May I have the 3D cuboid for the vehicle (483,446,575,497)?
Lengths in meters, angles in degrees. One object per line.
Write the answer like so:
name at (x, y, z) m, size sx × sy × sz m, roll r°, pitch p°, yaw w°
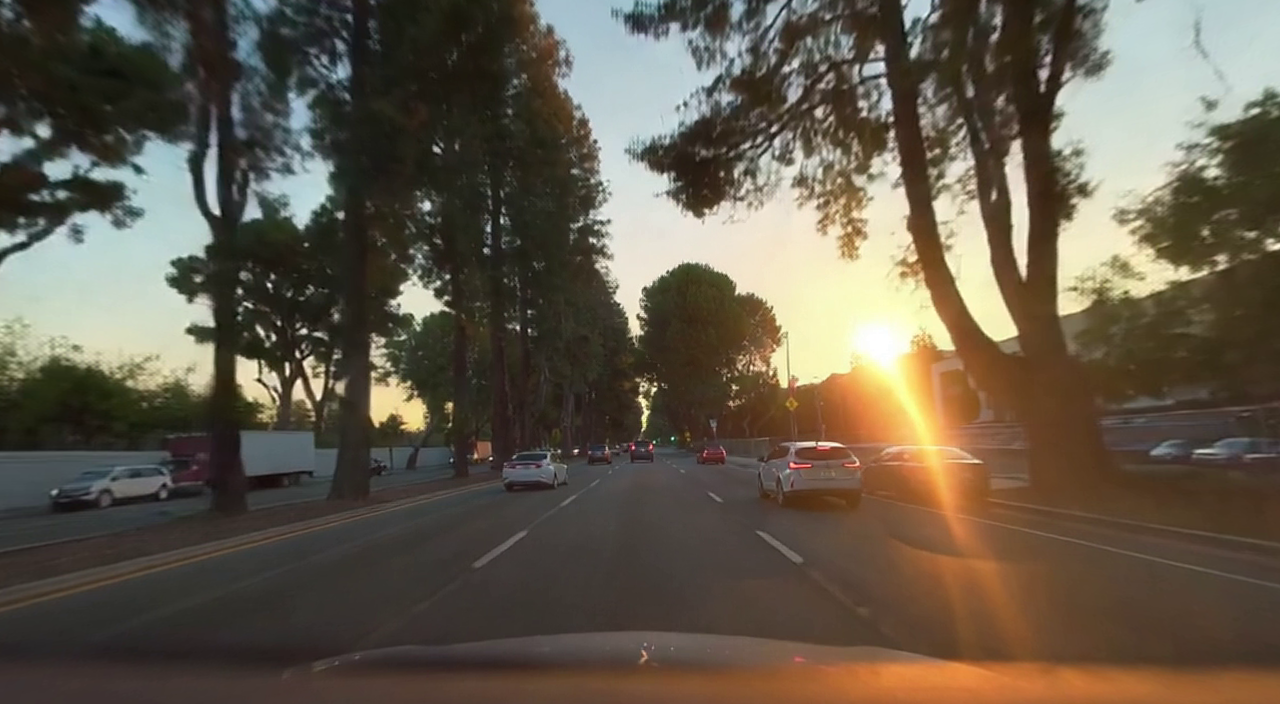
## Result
vehicle at (-3.172, 3.500, 18.869) m, size 2.013 × 1.354 × 3.908 m, roll 0°, pitch -8°, yaw 1°

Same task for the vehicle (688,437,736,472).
vehicle at (3.762, 5.437, 33.607) m, size 1.980 × 1.709 × 4.367 m, roll 0°, pitch -8°, yaw -1°

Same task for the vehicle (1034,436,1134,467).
vehicle at (25.594, 5.733, 36.426) m, size 2.122 × 1.647 × 4.283 m, roll 8°, pitch -11°, yaw -42°

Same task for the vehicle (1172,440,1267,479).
vehicle at (23.355, 4.280, 25.376) m, size 3.658 × 1.443 × 1.869 m, roll 6°, pitch -10°, yaw -34°

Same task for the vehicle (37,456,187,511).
vehicle at (-22.600, 5.605, 27.352) m, size 2.257 × 1.909 × 5.115 m, roll -2°, pitch -8°, yaw -3°

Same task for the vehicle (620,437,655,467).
vehicle at (-0.175, 6.744, 42.665) m, size 2.247 × 1.882 × 4.603 m, roll 0°, pitch -8°, yaw 0°

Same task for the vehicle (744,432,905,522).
vehicle at (3.443, 2.404, 12.700) m, size 1.919 × 1.502 × 4.232 m, roll 0°, pitch -8°, yaw 0°

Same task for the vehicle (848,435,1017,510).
vehicle at (6.753, 2.805, 15.221) m, size 1.909 × 1.512 × 4.480 m, roll 0°, pitch -8°, yaw 0°

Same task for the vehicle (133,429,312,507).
vehicle at (-22.998, 6.306, 35.915) m, size 2.833 × 3.735 × 11.042 m, roll 0°, pitch -7°, yaw -1°
